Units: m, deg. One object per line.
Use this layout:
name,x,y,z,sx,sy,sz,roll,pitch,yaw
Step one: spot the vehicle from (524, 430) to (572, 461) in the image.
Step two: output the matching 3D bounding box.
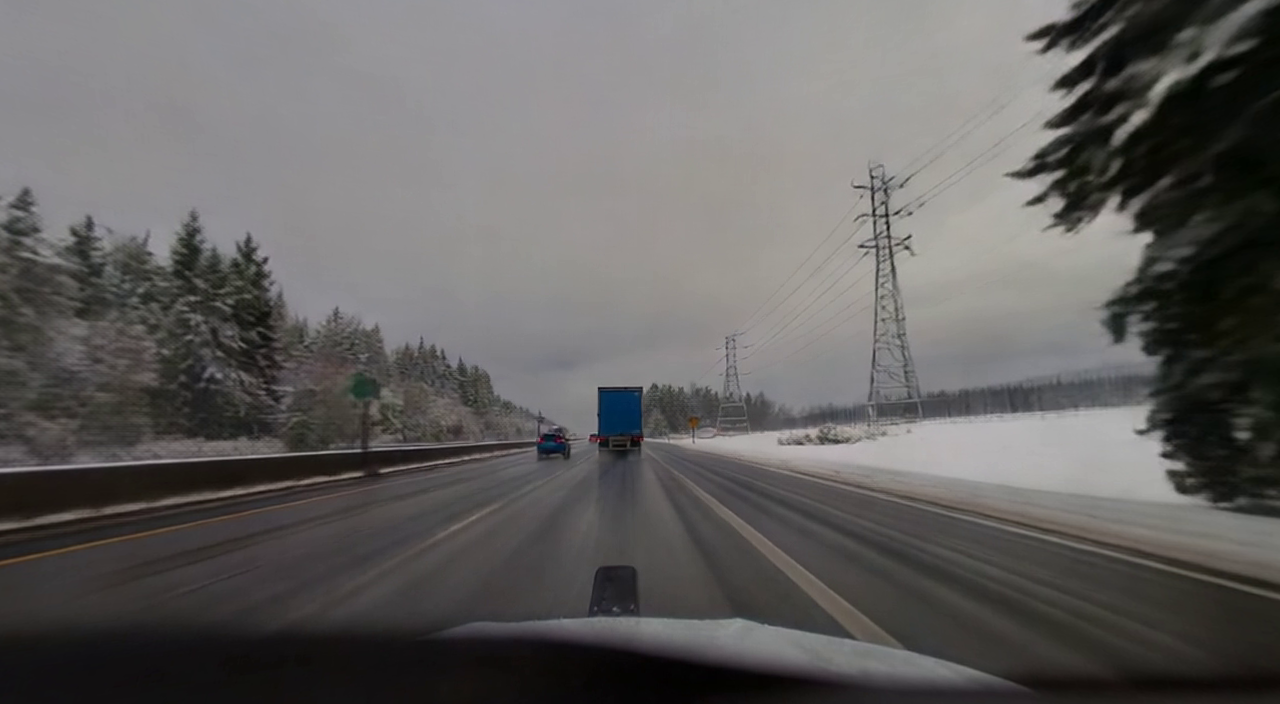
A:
vehicle,-5.235,5.378,36.461,2.117,1.618,4.480,0,-8,-1

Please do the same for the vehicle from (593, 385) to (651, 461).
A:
vehicle,-1.062,4.285,37.068,2.955,3.851,9.915,0,-8,-2
